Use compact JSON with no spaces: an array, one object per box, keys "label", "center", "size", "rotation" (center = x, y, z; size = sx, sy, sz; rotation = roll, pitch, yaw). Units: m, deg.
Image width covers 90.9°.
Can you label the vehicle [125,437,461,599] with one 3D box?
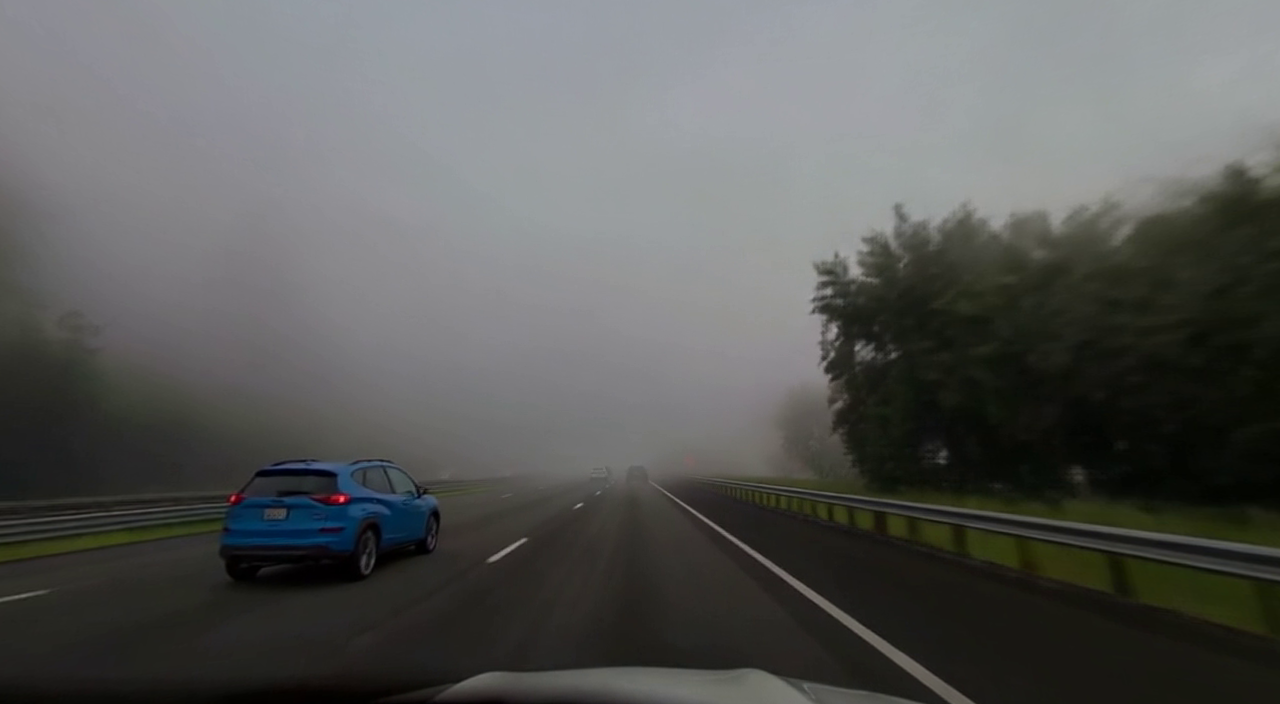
[{"label":"vehicle","center":[-3.953,1.990,8.201],"size":[2.017,1.516,4.041],"rotation":[1,-11,0]}]
